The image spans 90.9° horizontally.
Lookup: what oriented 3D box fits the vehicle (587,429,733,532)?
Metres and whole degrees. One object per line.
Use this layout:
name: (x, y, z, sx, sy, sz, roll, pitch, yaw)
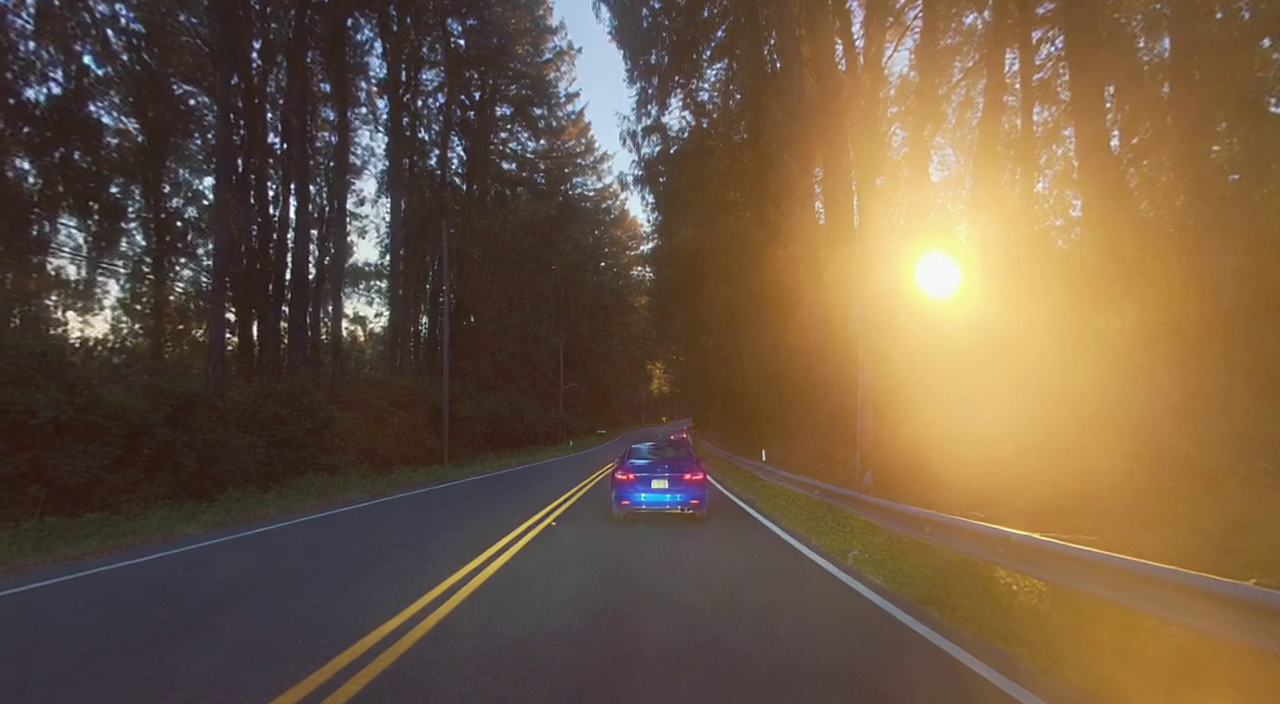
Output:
vehicle: (0.317, 2.215, 11.397, 2.187, 1.533, 3.726, 0, -8, 0)
